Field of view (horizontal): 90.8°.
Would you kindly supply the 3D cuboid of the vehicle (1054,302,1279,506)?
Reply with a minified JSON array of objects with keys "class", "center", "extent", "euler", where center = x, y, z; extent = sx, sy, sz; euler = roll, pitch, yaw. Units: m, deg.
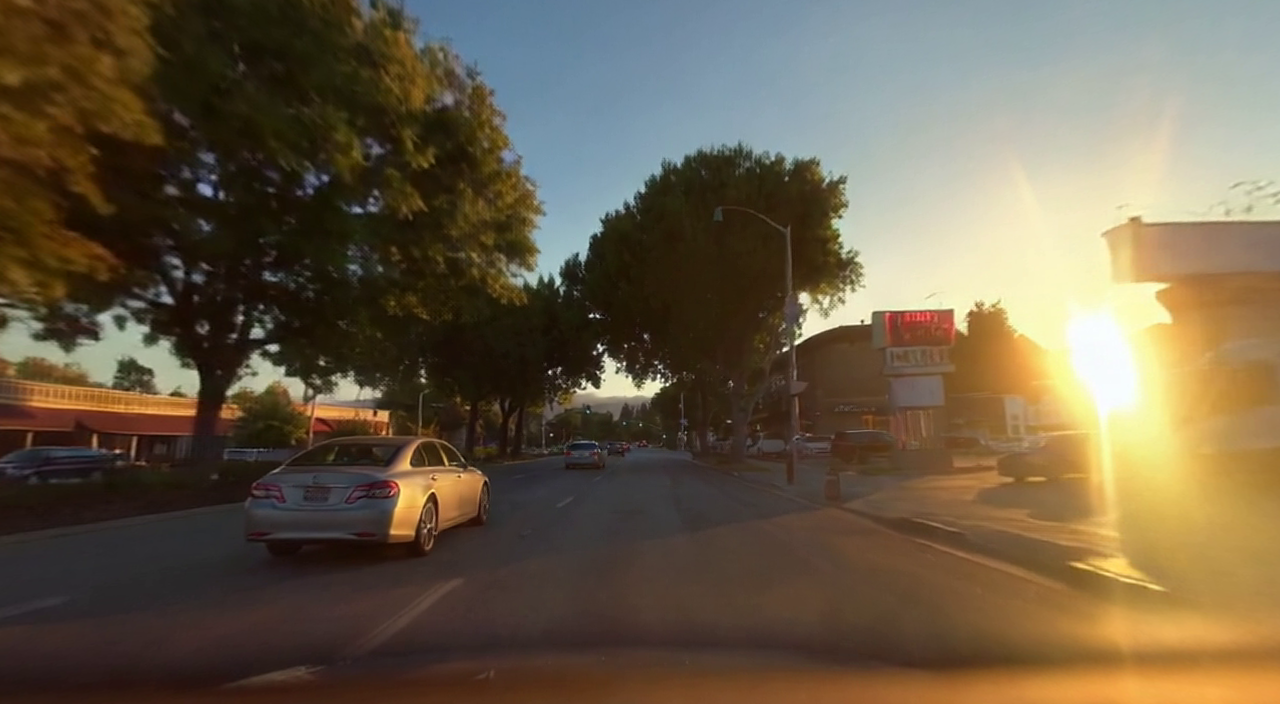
[{"class":"vehicle","center":[15.148,1.228,14.974],"extent":[8.300,4.310,2.832],"euler":[-1,-8,0]}]

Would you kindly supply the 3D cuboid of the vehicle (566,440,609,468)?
[{"class":"vehicle","center":[-2.961,5.867,36.491],"extent":[1.955,1.461,4.396],"euler":[0,-9,1]}]

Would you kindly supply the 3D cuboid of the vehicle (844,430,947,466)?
[{"class":"vehicle","center":[14.019,5.268,34.842],"extent":[4.697,1.518,1.990],"euler":[-4,-7,-3]}]

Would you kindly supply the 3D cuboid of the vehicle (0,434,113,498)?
[{"class":"vehicle","center":[-25.993,4.846,27.052],"extent":[2.393,2.465,5.027],"euler":[-1,-9,0]}]

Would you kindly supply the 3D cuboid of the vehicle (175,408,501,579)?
[{"class":"vehicle","center":[-3.477,1.740,8.557],"extent":[2.126,1.655,4.560],"euler":[0,-9,0]}]
